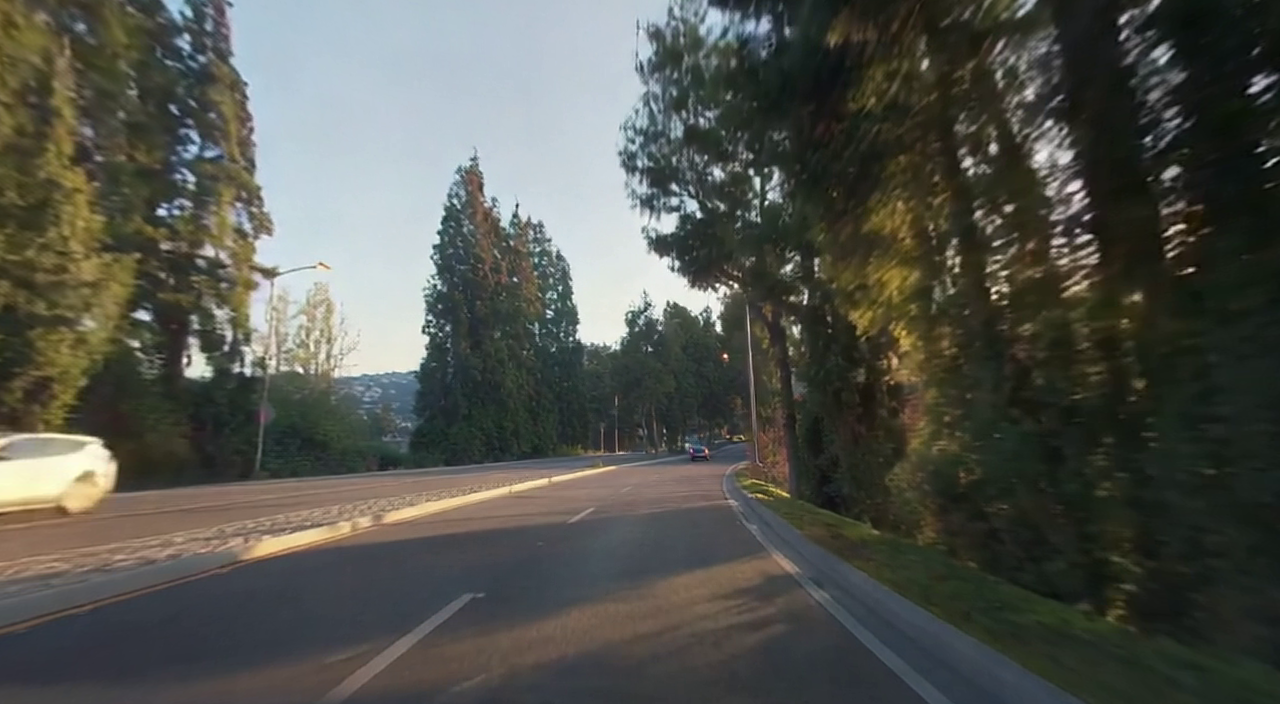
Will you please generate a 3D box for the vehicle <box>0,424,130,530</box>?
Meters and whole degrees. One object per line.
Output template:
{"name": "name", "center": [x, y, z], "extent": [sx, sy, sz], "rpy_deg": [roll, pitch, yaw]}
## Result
{"name": "vehicle", "center": [-11.131, 2.006, 10.042], "extent": [2.023, 1.657, 4.394], "rpy_deg": [-1, -9, 3]}
